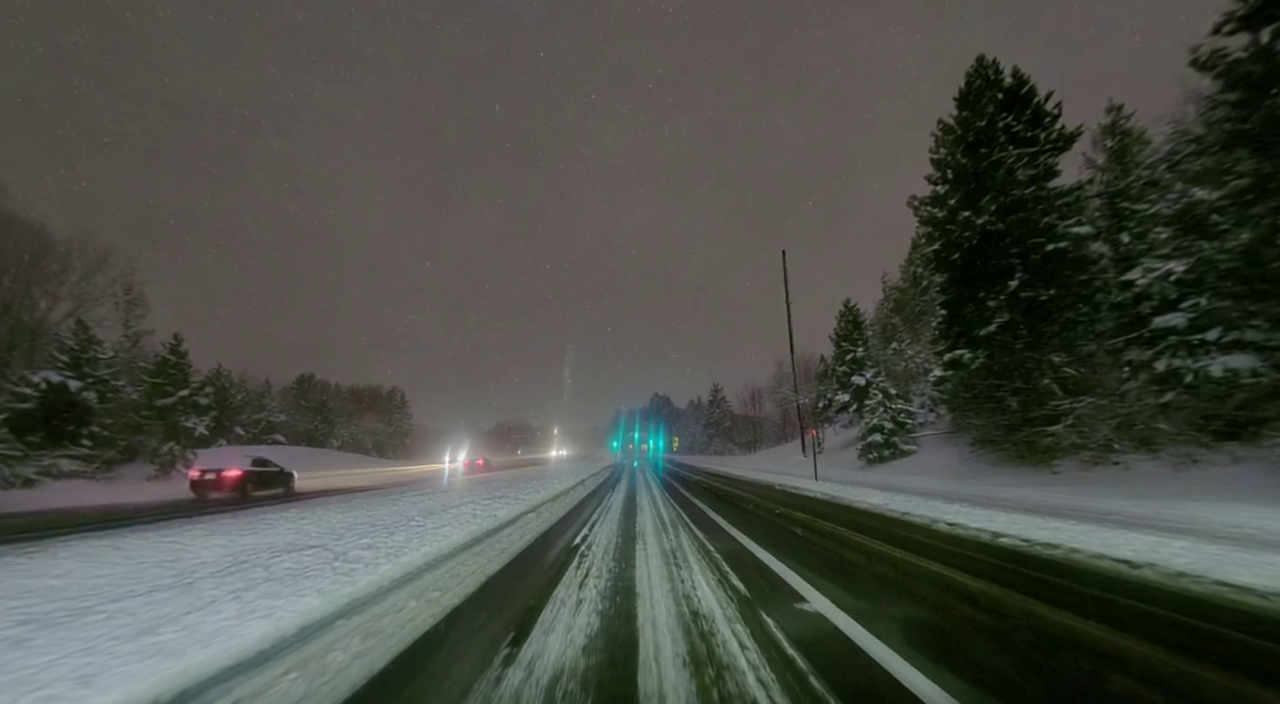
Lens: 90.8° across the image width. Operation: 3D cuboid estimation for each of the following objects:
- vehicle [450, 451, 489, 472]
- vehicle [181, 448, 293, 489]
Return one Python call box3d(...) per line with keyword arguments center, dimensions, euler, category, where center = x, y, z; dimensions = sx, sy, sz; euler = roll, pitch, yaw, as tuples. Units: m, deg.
box3d(center=(-12.881, 8.277, 47.819), dimensions=(1.852, 1.494, 3.794), euler=(0, -9, 0), category="vehicle")
box3d(center=(-16.805, 4.854, 26.589), dimensions=(1.955, 1.533, 4.097), euler=(0, -9, 0), category="vehicle")
